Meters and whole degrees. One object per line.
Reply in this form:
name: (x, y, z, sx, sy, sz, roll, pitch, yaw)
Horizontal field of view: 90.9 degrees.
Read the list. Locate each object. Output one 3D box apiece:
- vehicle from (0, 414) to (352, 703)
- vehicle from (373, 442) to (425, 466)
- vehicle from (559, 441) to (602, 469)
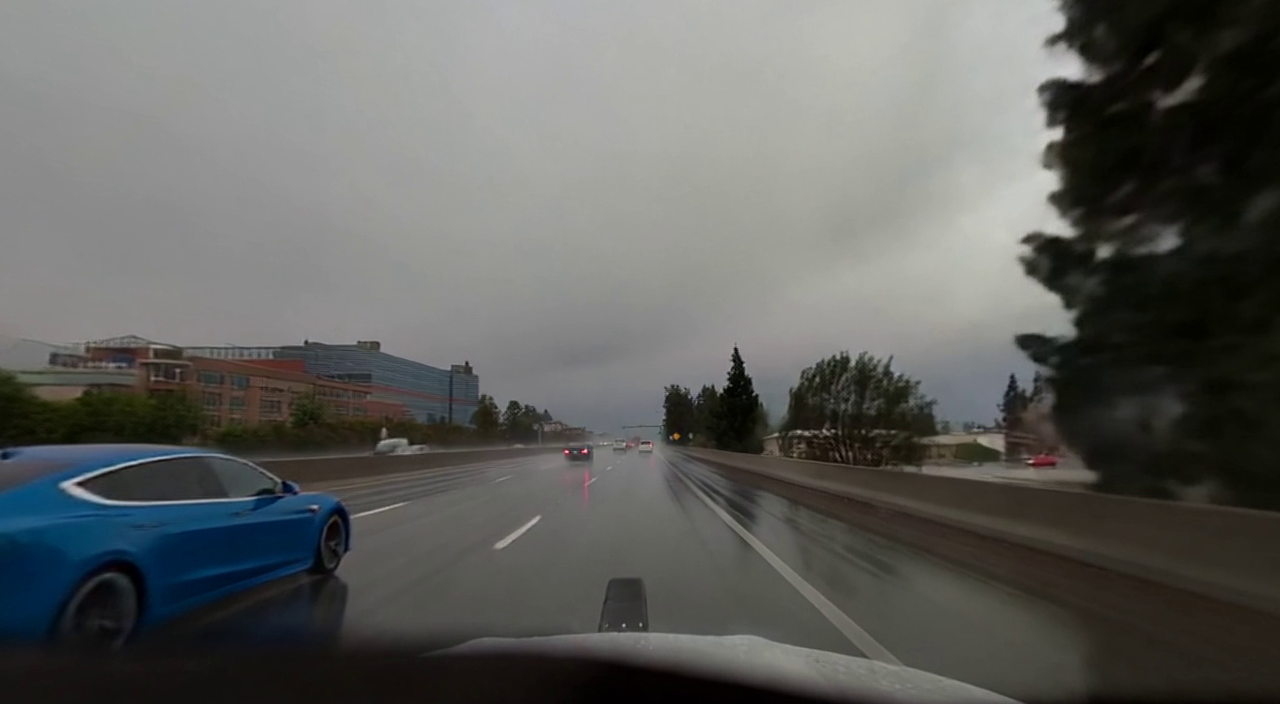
vehicle: (-4.156, 1.261, 4.537, 2.083, 1.471, 4.350, 0, -8, 1)
vehicle: (-17.124, 7.252, 45.027, 1.868, 1.584, 4.372, 0, -8, 1)
vehicle: (-3.263, 5.721, 35.363, 1.926, 1.464, 4.186, 0, -8, 0)
